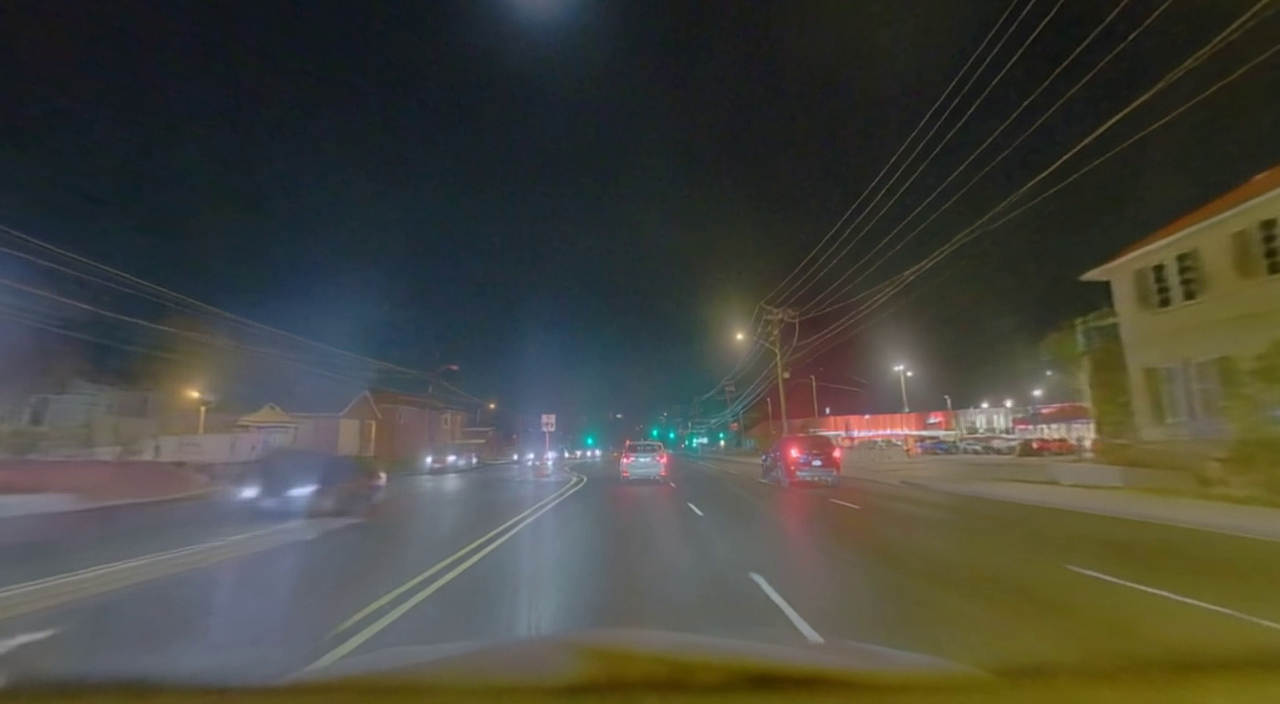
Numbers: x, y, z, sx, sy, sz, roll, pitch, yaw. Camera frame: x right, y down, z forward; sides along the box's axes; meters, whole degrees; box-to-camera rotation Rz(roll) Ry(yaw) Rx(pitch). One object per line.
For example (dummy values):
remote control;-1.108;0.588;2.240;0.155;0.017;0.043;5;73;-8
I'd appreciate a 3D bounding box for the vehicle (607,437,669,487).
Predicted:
vehicle;-0.099;4.119;23.845;2.138;1.702;4.168;0;-9;-1

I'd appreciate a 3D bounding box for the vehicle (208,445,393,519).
vehicle;-7.967;3.066;15.432;1.941;1.514;4.618;0;-9;0

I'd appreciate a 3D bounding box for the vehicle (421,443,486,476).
vehicle;-11.317;6.566;38.754;2.193;1.851;5.705;0;-9;1

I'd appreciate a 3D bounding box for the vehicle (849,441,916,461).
vehicle;19.085;7.786;49.702;4.415;1.519;1.907;0;-9;0

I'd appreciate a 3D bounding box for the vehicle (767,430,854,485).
vehicle;6.360;4.008;24.090;2.061;1.889;4.268;0;-9;-1
